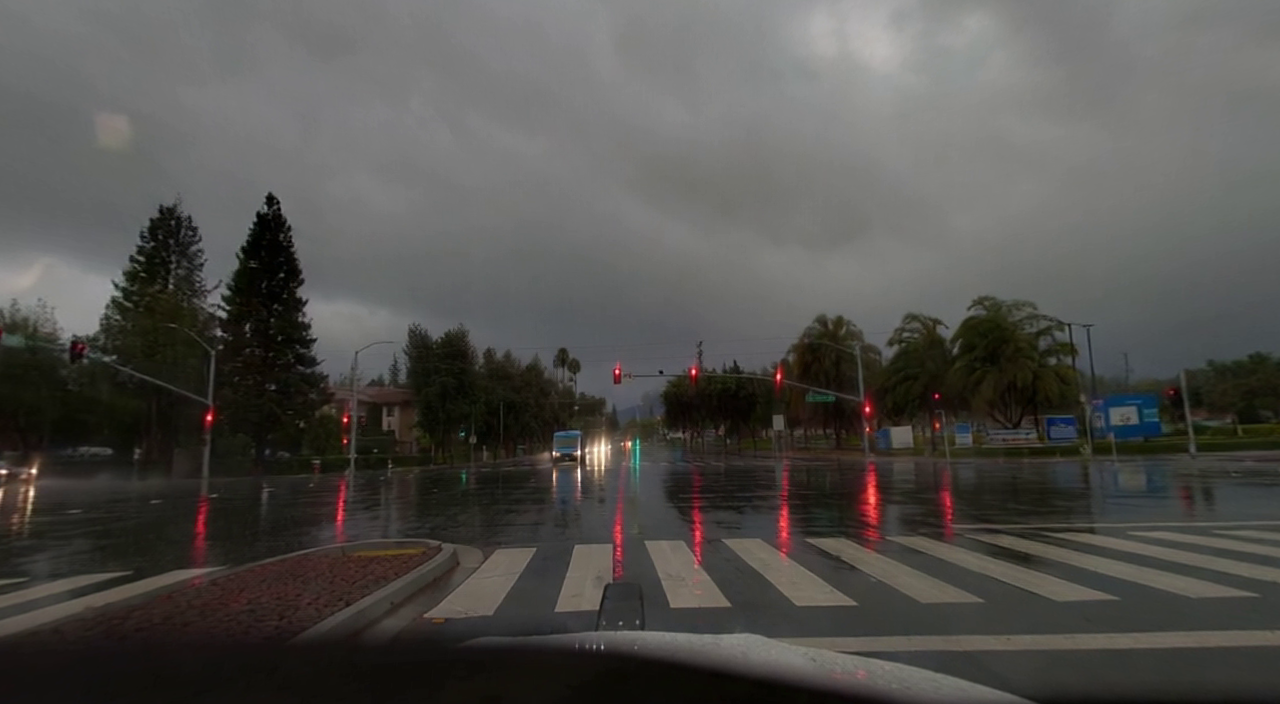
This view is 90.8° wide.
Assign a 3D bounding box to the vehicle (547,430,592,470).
[{"bbox_3d":[-4.525,6.373,41.280,2.465,2.404,5.791,0,-8,-2],"label":"vehicle"}]
